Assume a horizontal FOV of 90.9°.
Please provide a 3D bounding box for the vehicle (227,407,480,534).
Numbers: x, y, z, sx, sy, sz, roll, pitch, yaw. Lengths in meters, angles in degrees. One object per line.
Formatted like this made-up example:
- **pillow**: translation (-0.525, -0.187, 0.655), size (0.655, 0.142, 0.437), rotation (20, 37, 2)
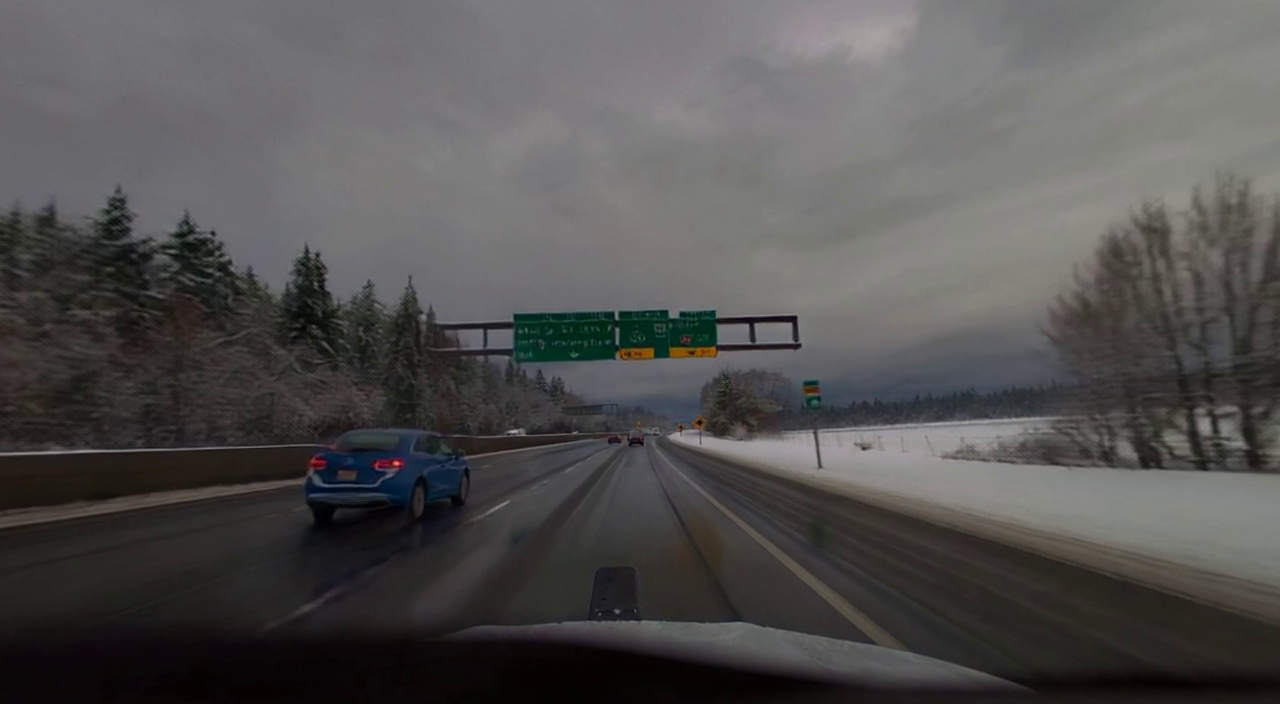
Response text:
- **vehicle**: translation (-4.273, 1.822, 10.427), size (2.052, 1.626, 4.514), rotation (0, -8, 0)
